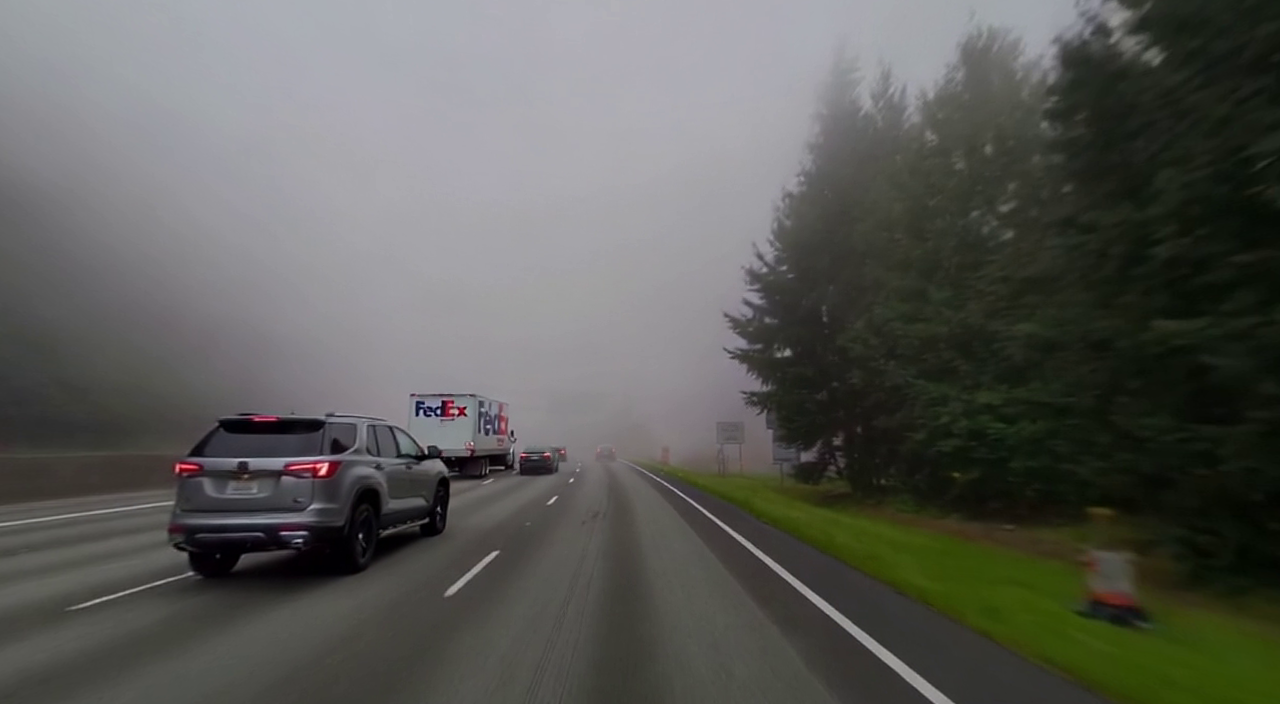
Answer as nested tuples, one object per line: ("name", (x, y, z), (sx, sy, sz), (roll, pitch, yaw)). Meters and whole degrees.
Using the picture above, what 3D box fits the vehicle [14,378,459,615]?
("vehicle", (-3.897, 1.490, 7.442), (2.170, 1.886, 4.628), (0, -9, -1))

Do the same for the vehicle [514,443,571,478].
("vehicle", (-4.461, 5.036, 29.588), (2.192, 1.478, 4.591), (0, -9, -3))
